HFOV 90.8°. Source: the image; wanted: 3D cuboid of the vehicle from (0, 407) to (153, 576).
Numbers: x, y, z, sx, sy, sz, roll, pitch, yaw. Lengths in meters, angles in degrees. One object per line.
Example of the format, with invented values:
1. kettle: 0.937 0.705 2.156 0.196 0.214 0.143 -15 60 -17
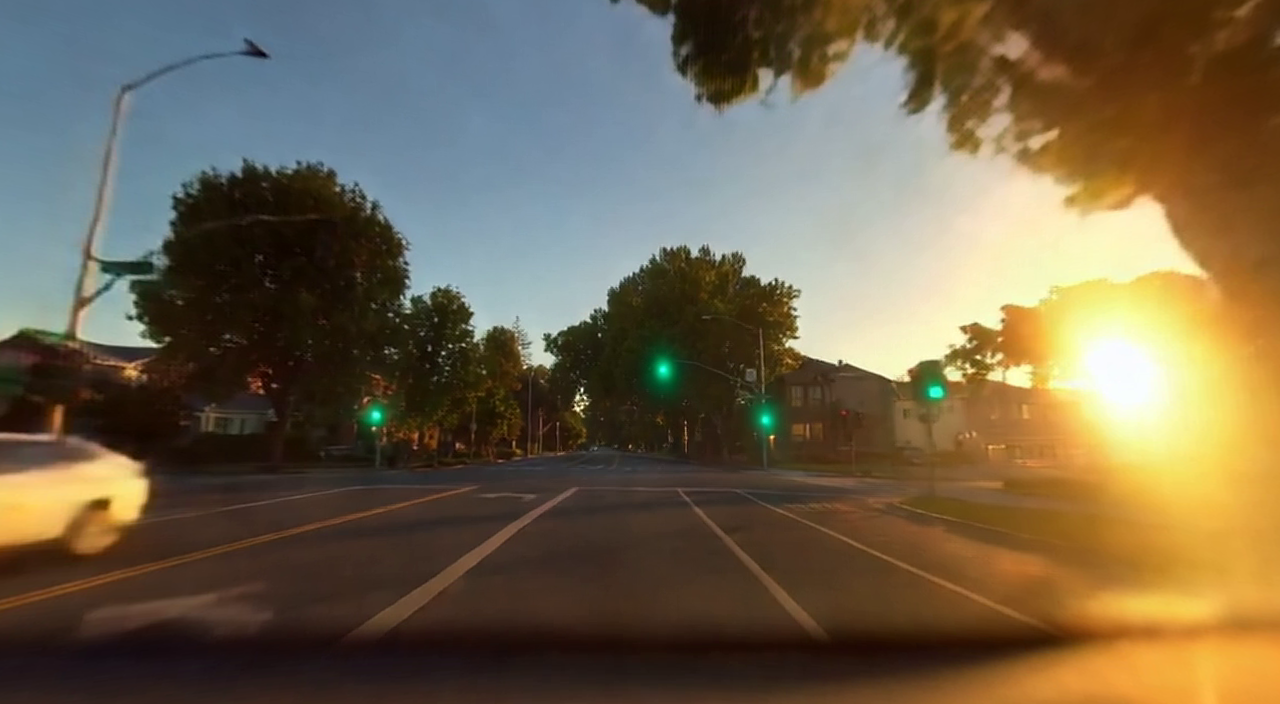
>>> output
1. vehicle: -7.689 1.408 6.291 2.091 1.727 4.413 0 -8 0

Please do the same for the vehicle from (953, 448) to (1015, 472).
1. vehicle: 26.565 8.323 48.788 3.878 1.462 1.783 5 -7 -5
